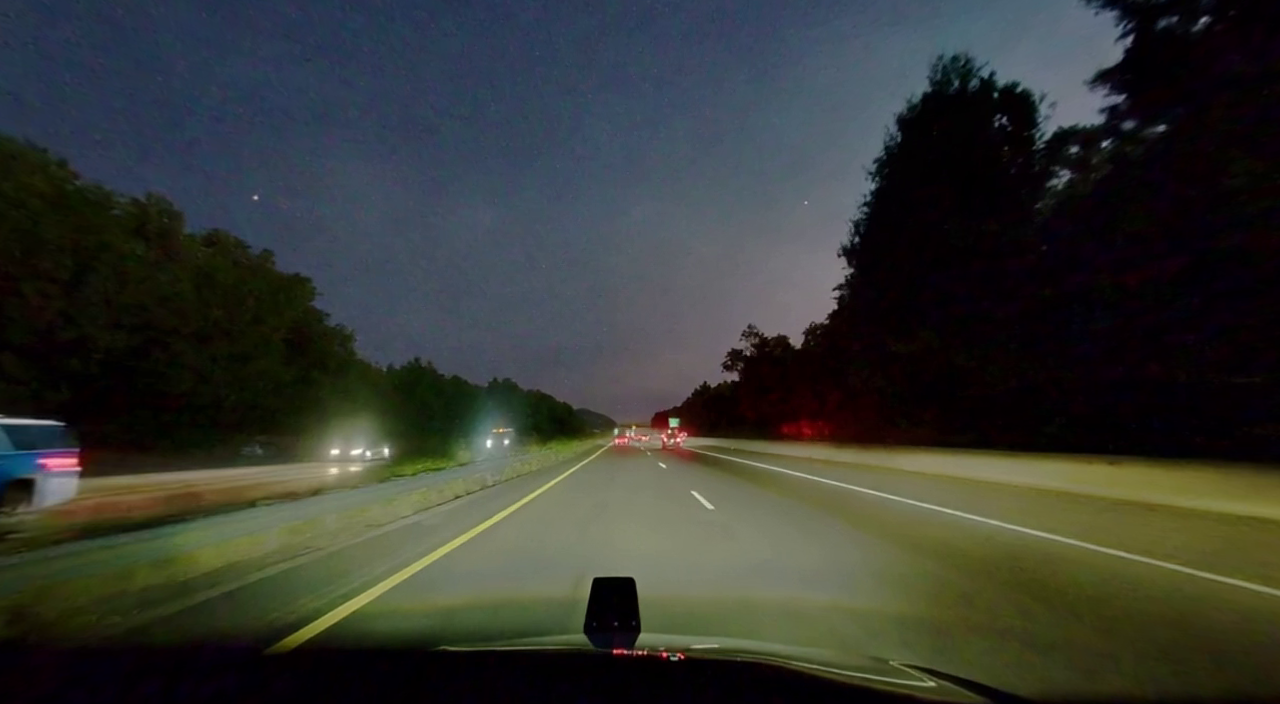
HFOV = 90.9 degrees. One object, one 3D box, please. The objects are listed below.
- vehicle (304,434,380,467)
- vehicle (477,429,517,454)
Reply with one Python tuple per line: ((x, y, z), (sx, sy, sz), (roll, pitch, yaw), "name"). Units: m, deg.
((-14.607, 4.820, 31.190), (1.836, 1.477, 4.096), (0, -8, -1), "vehicle")
((-10.210, 6.399, 45.227), (1.997, 1.729, 4.143), (0, -8, -1), "vehicle")
